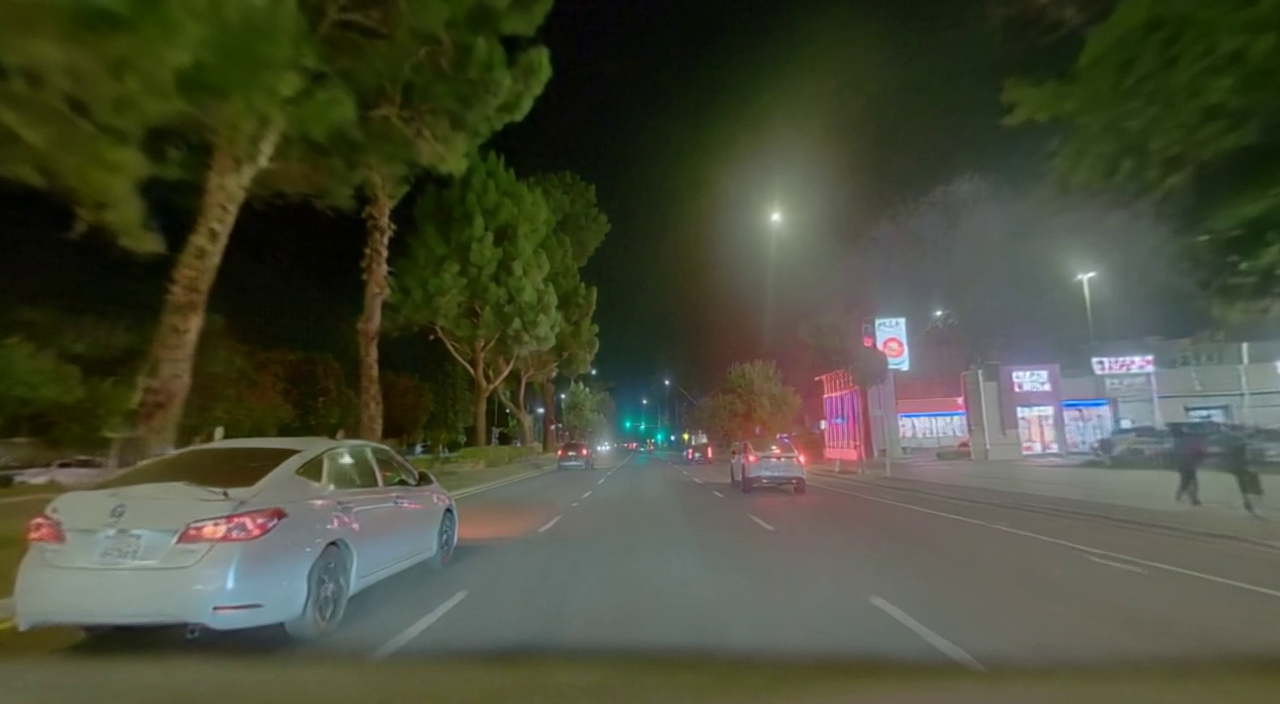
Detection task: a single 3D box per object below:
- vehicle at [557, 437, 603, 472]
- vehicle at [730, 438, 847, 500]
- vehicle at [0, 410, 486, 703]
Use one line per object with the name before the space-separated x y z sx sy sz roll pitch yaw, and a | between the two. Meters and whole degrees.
vehicle | -3.177 5.511 34.058 1.981 1.731 4.360 0 -8 1
vehicle | 3.918 3.164 17.550 2.036 1.480 4.659 0 -8 -1
vehicle | -2.966 1.349 5.190 2.082 1.460 4.922 0 -8 1
